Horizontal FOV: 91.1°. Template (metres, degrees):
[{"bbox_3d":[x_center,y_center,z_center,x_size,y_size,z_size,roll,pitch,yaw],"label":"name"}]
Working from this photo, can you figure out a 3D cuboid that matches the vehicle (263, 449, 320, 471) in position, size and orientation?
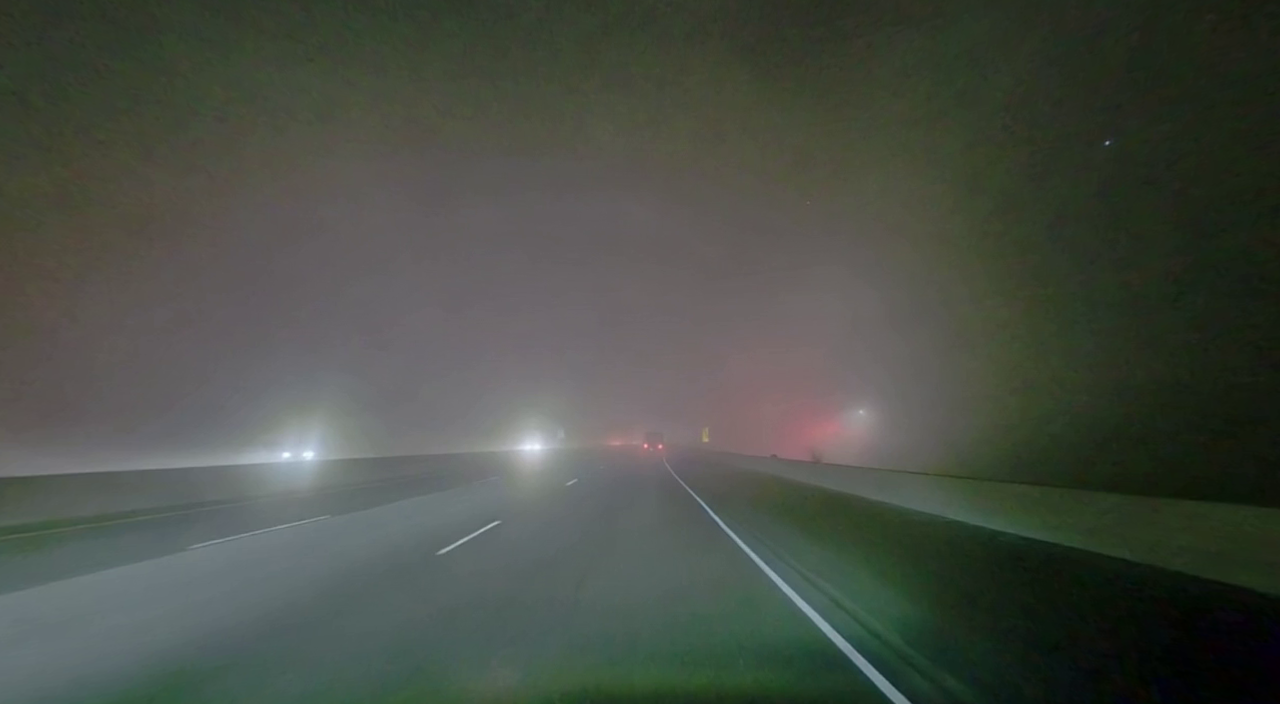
[{"bbox_3d":[-25.572,7.916,46.253,1.840,1.461,3.823,-1,-9,2],"label":"vehicle"}]
